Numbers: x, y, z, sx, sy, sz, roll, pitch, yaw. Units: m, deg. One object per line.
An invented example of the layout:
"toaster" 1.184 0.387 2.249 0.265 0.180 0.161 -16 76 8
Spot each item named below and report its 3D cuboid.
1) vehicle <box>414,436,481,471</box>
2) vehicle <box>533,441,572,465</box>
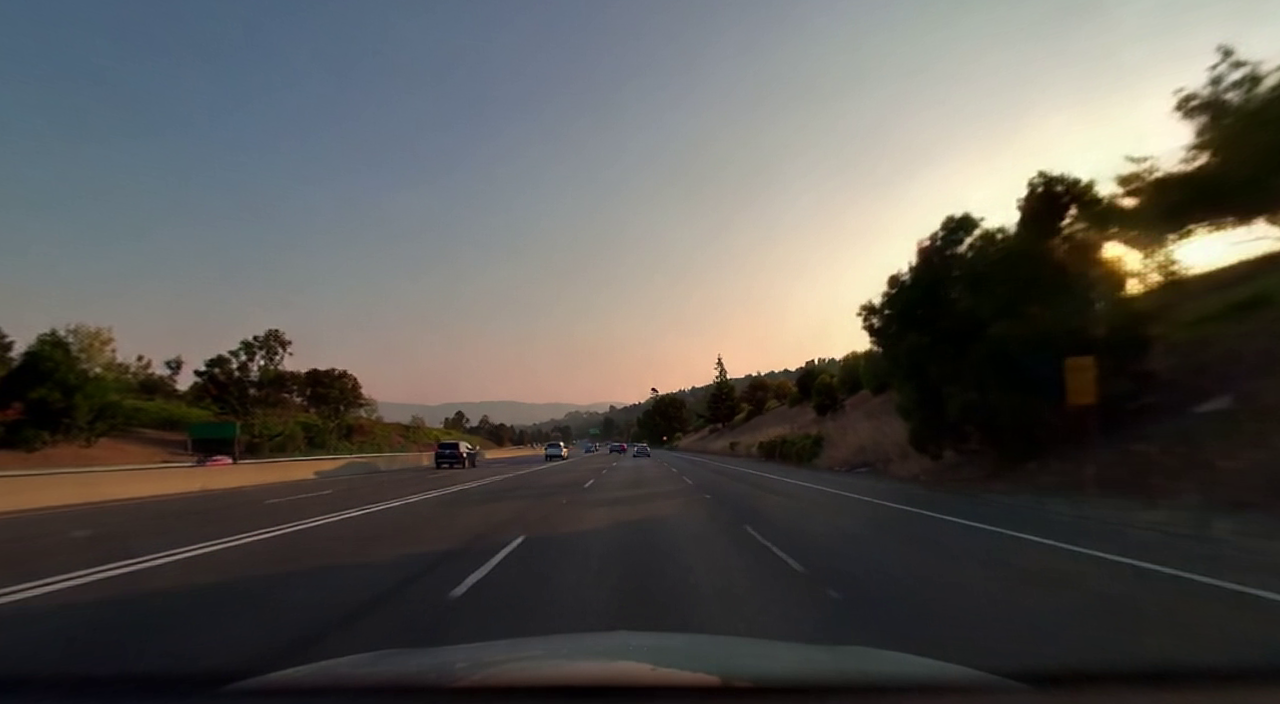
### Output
"vehicle" -10.628 5.642 35.332 2.195 1.795 4.659 0 -9 1
"vehicle" -6.269 7.303 45.807 2.080 1.694 4.279 0 -9 2
